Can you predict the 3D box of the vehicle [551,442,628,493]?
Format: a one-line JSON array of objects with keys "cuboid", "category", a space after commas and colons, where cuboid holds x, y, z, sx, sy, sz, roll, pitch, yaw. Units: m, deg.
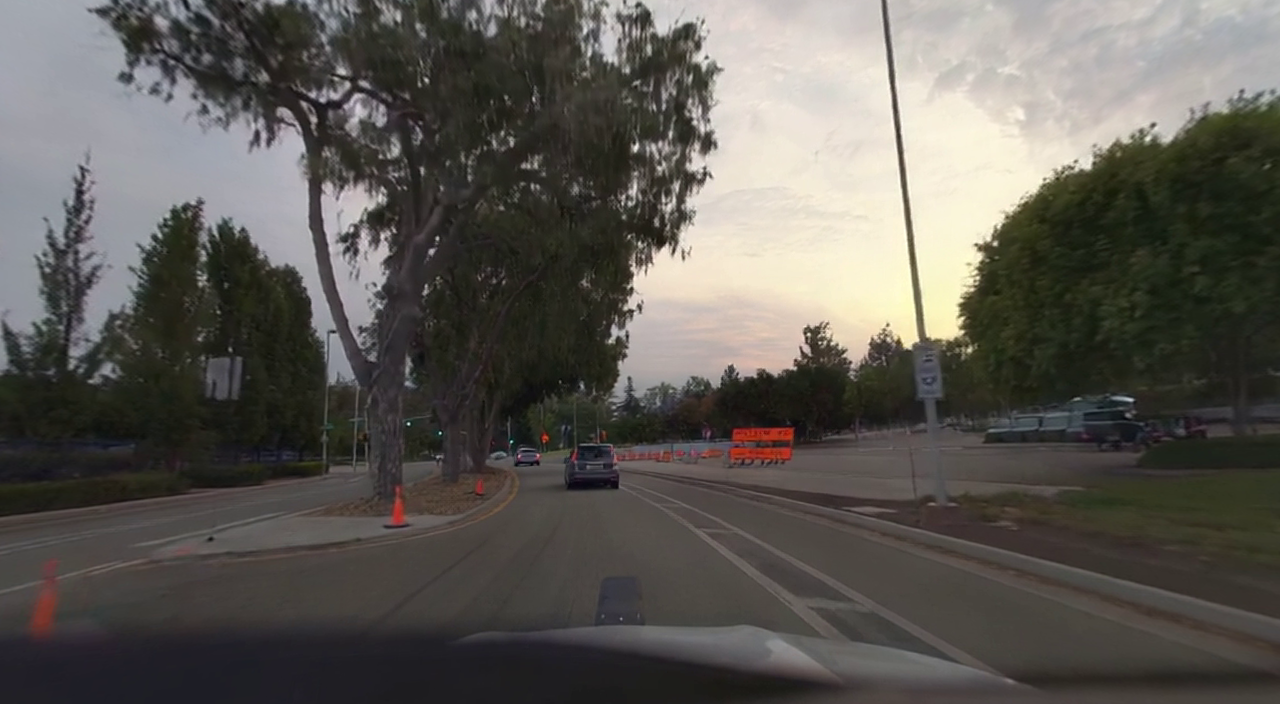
[{"cuboid": [-1.837, 3.882, 21.655, 2.266, 1.508, 4.430, 1, -9, -9], "category": "vehicle"}]
